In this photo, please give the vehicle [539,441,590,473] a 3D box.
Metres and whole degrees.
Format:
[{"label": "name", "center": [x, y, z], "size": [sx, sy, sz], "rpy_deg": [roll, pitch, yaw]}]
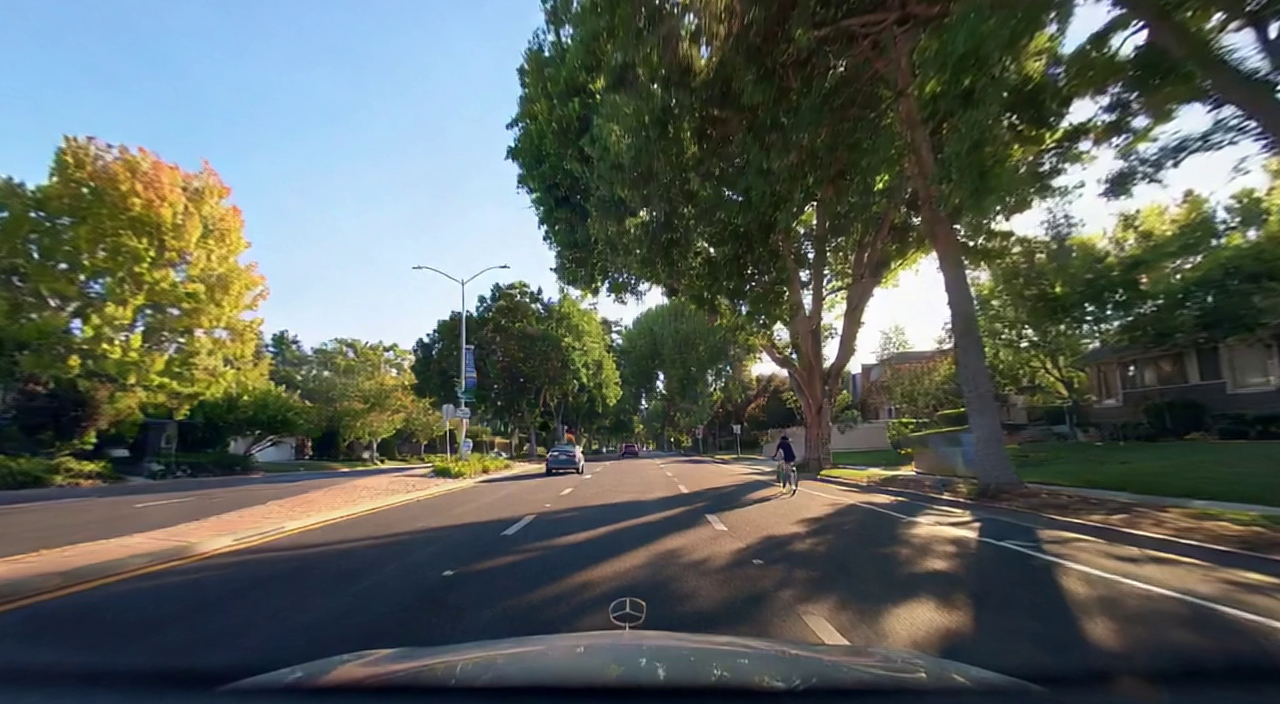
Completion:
[{"label": "vehicle", "center": [-3.715, 5.251, 31.850], "size": [2.011, 1.480, 4.517], "rpy_deg": [0, -9, 0]}]
